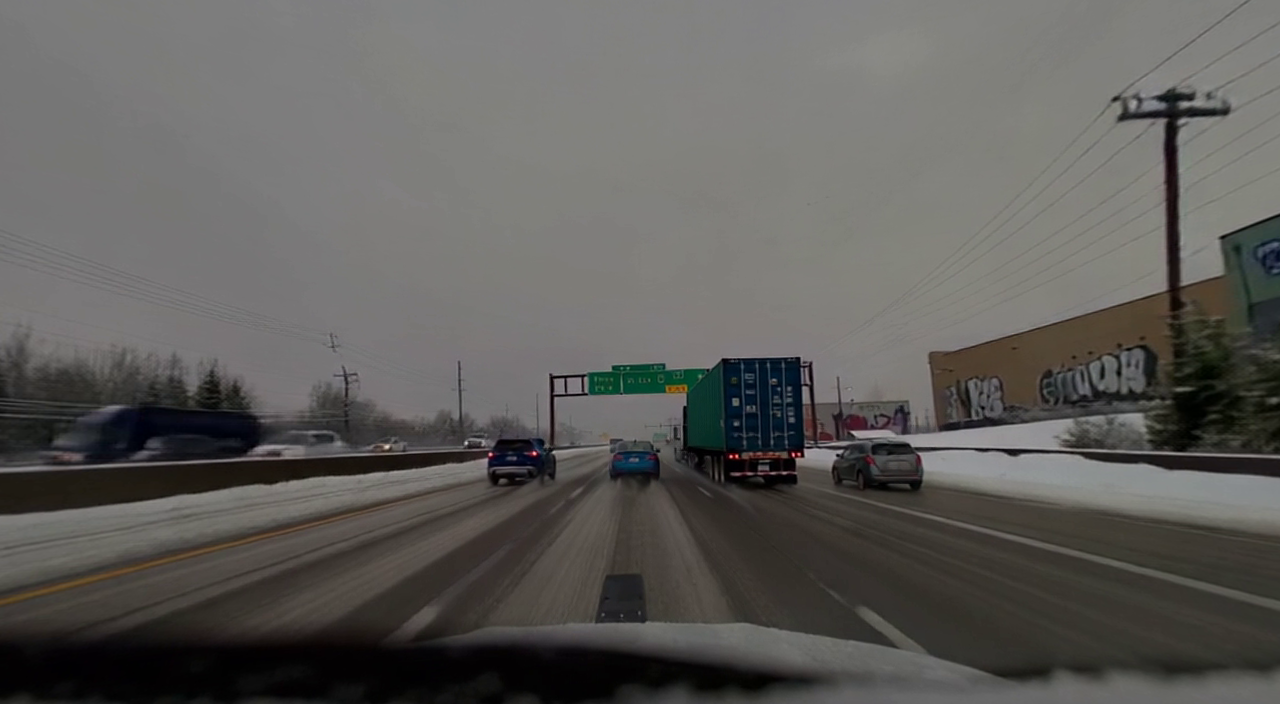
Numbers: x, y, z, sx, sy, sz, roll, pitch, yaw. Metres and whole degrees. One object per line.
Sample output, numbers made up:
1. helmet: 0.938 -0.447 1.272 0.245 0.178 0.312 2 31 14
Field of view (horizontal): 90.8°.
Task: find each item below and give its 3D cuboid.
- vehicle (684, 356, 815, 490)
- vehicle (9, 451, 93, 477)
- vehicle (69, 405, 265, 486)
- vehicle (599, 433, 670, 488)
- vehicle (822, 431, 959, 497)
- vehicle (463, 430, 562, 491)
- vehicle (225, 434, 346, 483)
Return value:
1. vehicle: 3.759 3.119 25.695 2.800 4.039 13.179 0 -9 -1
2. vehicle: -37.230 7.069 40.081 1.801 1.569 3.898 1 -9 -6
3. vehicle: -20.241 4.149 27.837 2.772 3.069 7.347 0 -9 1
4. vehicle: -0.189 3.694 21.731 2.191 1.685 4.015 0 -9 -1
5. vehicle: 7.293 3.314 19.041 2.202 1.731 4.628 0 -9 0
6. vehicle: -4.080 3.595 21.135 2.264 1.804 4.584 0 -9 1
7. vehicle: -12.628 3.813 22.878 1.925 1.567 4.342 0 -9 -2
